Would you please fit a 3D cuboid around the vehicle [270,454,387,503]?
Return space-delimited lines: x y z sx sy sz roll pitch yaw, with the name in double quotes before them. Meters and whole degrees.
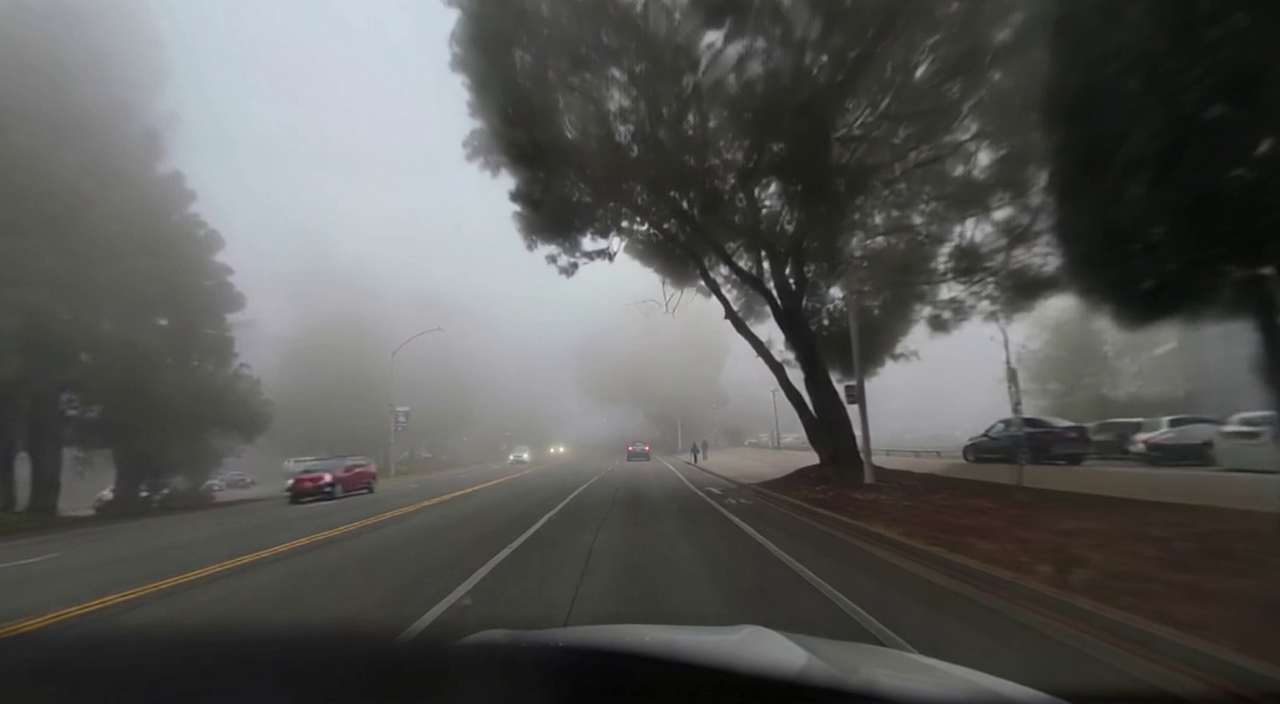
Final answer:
"vehicle" -10.767 4.373 22.262 1.948 1.481 4.380 0 -9 -1
